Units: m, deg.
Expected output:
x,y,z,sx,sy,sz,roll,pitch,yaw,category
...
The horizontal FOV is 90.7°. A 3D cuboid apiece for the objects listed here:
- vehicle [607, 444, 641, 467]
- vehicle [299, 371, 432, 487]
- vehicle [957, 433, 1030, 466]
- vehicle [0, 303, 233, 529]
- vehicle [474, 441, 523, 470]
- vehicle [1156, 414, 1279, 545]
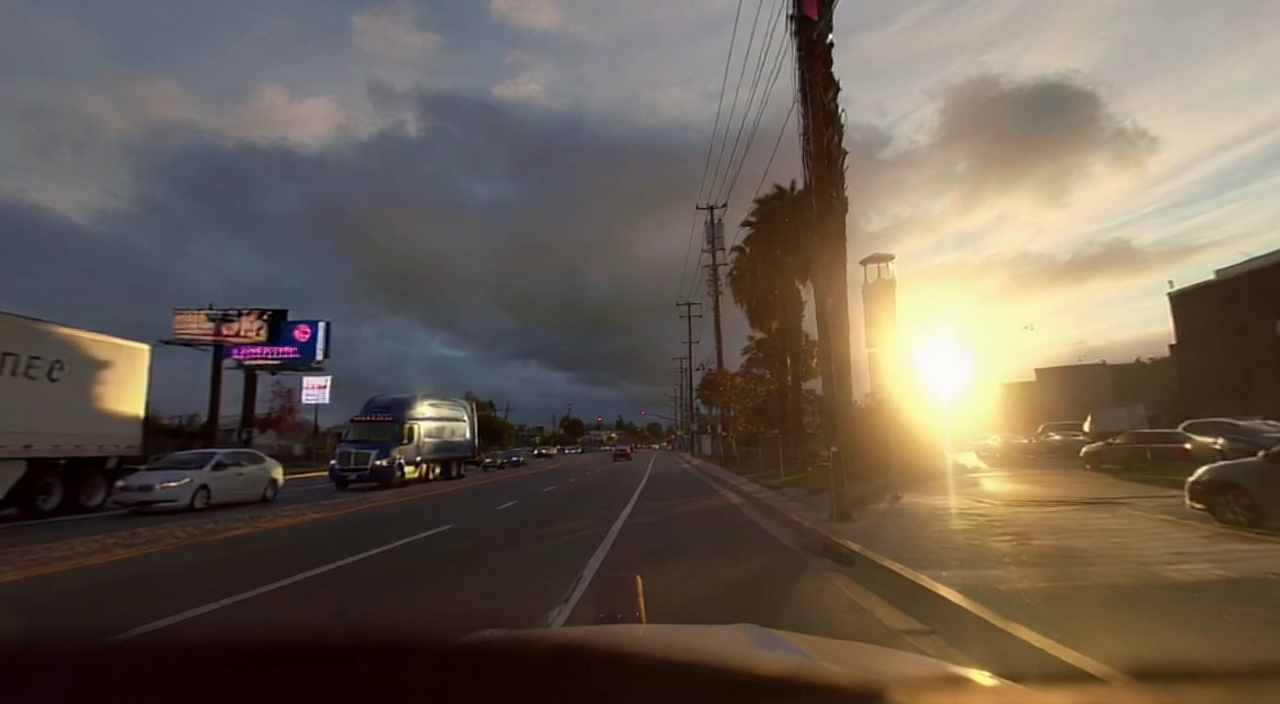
x,y,z,sx,sy,sz,roll,pitch,yaw,category
-1.085,7.356,44.987,2.040,1.492,5.114,-1,-9,3,vehicle
-9.861,2.898,23.161,3.027,3.903,3.372,-1,-10,3,vehicle
18.009,4.984,32.403,1.697,1.559,3.647,-1,-9,2,vehicle
-13.414,0.836,9.507,2.876,4.151,17.071,-1,-9,2,vehicle
-9.128,6.745,41.137,2.004,1.745,4.445,-1,-9,2,vehicle
8.325,1.367,6.942,1.796,1.490,4.416,-3,-12,5,vehicle
